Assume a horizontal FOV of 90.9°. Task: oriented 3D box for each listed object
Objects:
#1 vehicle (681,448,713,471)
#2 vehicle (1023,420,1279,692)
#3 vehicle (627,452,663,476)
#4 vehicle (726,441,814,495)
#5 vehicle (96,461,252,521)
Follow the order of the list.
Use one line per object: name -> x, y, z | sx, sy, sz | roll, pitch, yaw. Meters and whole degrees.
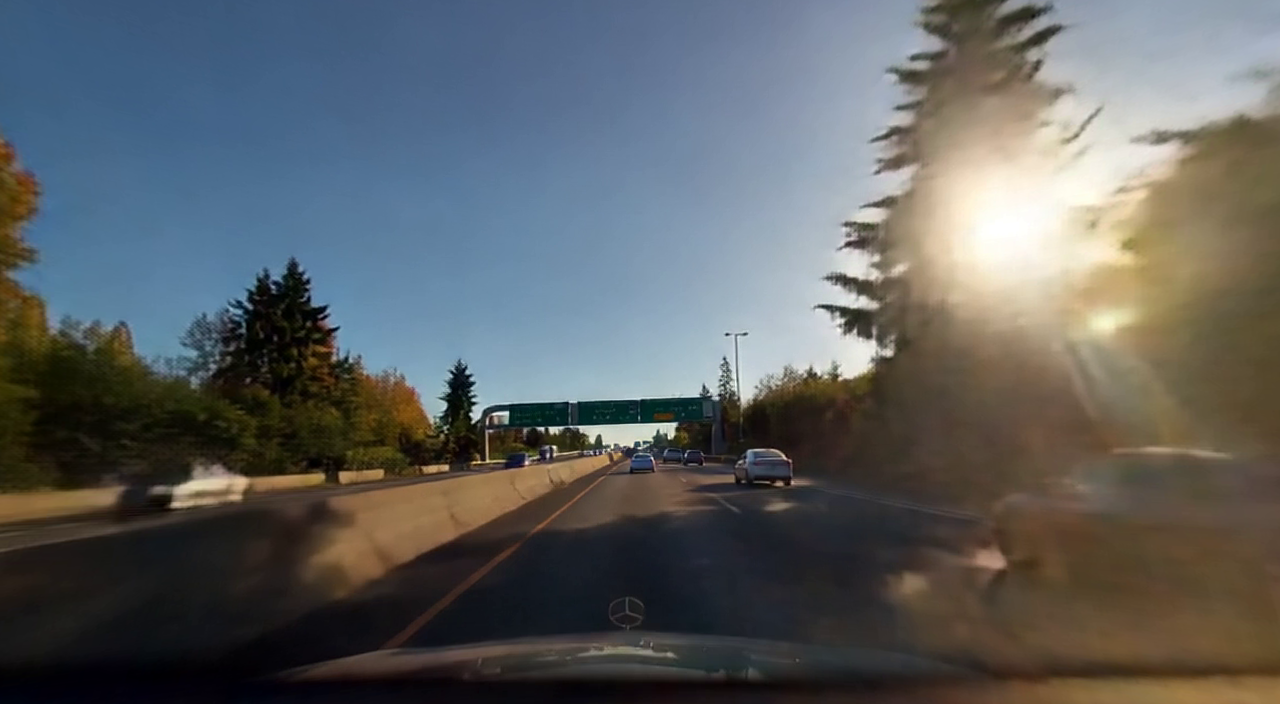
vehicle -> 4.227, 7.990, 47.047 | 1.935, 1.594, 3.981 | 0, -9, -2
vehicle -> 4.528, 1.187, 3.865 | 1.952, 1.495, 3.740 | 0, -9, 0
vehicle -> 0.276, 6.633, 37.444 | 2.012, 1.320, 3.777 | 0, -9, 0
vehicle -> 4.340, 3.939, 21.736 | 1.969, 1.639, 4.472 | 0, -9, -1
vehicle -> -13.389, 3.977, 18.418 | 1.727, 1.466, 3.671 | 0, -9, 0
